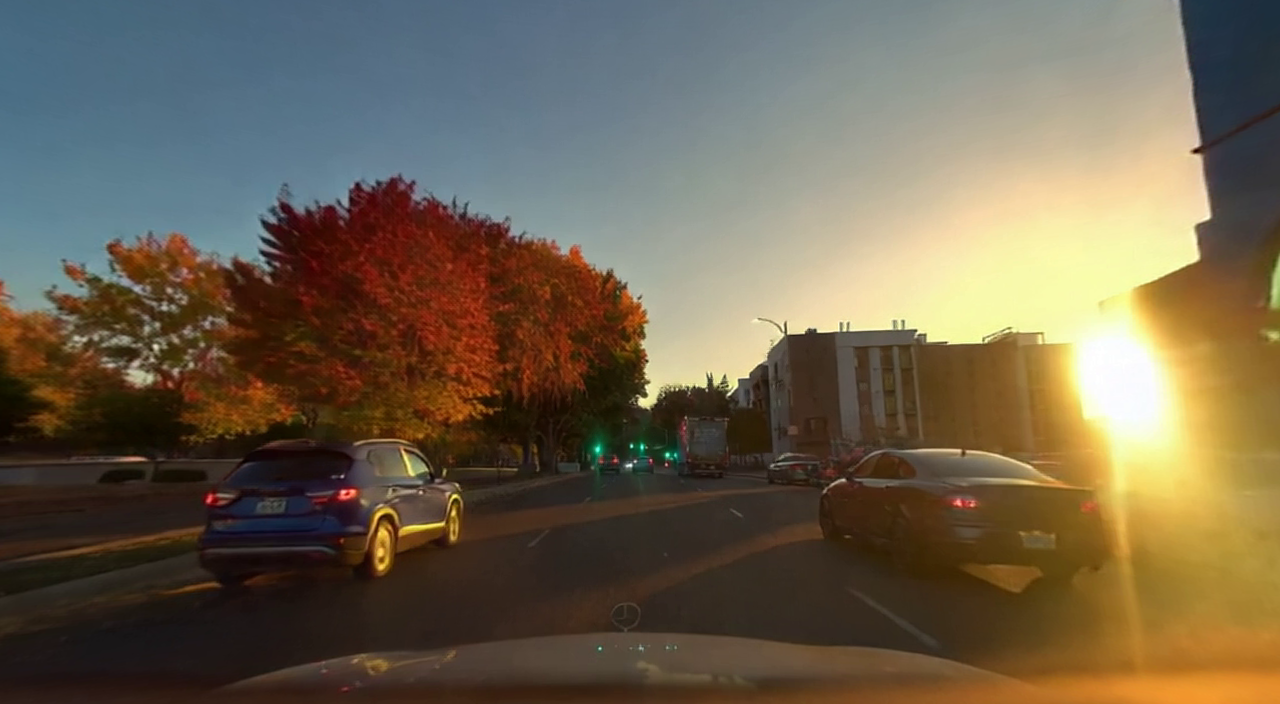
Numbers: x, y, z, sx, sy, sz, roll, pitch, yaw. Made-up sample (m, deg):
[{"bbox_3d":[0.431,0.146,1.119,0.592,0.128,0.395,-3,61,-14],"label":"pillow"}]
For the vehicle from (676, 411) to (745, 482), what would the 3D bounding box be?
[{"bbox_3d":[4.031,5.819,38.681,3.003,3.680,10.684,0,-9,0],"label":"vehicle"}]

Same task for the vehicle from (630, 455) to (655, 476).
[{"bbox_3d":[0.184,8.975,49.938,1.846,1.528,4.348,0,-9,0],"label":"vehicle"}]

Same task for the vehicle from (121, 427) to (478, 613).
[{"bbox_3d":[-3.458,1.764,7.607,1.751,1.540,4.481,0,-9,1],"label":"vehicle"}]

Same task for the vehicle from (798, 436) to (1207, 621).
[{"bbox_3d":[3.538,1.800,7.589,1.915,1.449,4.970,0,-9,-1],"label":"vehicle"}]
